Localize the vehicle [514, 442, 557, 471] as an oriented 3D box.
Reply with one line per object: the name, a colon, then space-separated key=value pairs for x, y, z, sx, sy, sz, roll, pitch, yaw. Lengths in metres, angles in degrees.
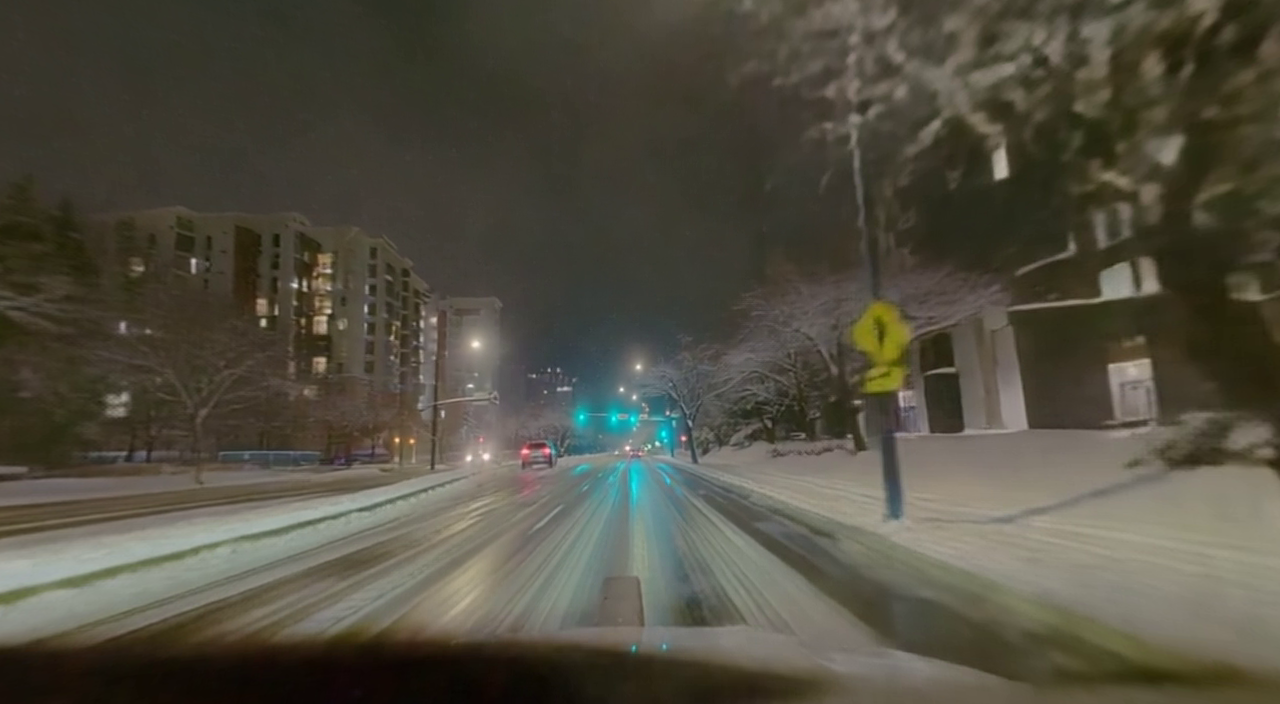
vehicle: x=-6.500 y=6.565 z=39.735 sx=2.076 sy=1.724 sz=4.188 roll=0 pitch=-9 yaw=-2
